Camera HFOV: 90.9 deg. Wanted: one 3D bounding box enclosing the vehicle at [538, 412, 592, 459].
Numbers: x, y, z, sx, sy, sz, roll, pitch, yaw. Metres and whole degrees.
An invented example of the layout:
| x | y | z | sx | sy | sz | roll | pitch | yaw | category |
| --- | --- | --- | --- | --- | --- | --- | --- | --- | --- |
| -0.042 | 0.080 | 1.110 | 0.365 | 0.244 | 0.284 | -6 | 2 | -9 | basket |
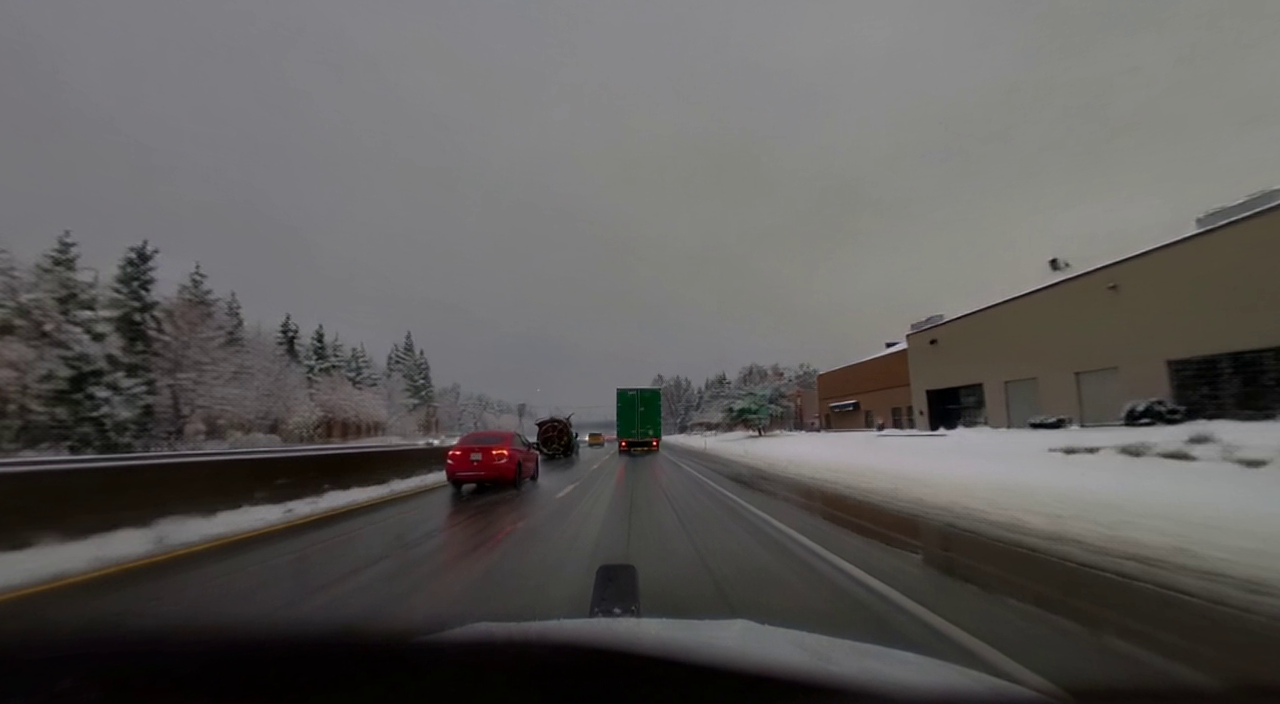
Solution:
| x | y | z | sx | sy | sz | roll | pitch | yaw | category |
| --- | --- | --- | --- | --- | --- | --- | --- | --- | --- |
| -4.617 | 5.338 | 40.102 | 2.717 | 2.714 | 6.997 | 0 | -8 | -2 | vehicle |

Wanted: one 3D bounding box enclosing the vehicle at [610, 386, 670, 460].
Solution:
| x | y | z | sx | sy | sz | roll | pitch | yaw | category |
| --- | --- | --- | --- | --- | --- | --- | --- | --- | --- |
| -0.127 | 4.593 | 39.875 | 3.259 | 4.066 | 9.891 | 0 | -8 | -2 | vehicle |

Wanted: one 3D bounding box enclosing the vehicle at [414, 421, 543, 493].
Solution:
| x | y | z | sx | sy | sz | roll | pitch | yaw | category |
| --- | --- | --- | --- | --- | --- | --- | --- | --- | --- |
| -4.060 | 2.731 | 16.885 | 2.005 | 1.602 | 5.131 | 0 | -8 | 1 | vehicle |
